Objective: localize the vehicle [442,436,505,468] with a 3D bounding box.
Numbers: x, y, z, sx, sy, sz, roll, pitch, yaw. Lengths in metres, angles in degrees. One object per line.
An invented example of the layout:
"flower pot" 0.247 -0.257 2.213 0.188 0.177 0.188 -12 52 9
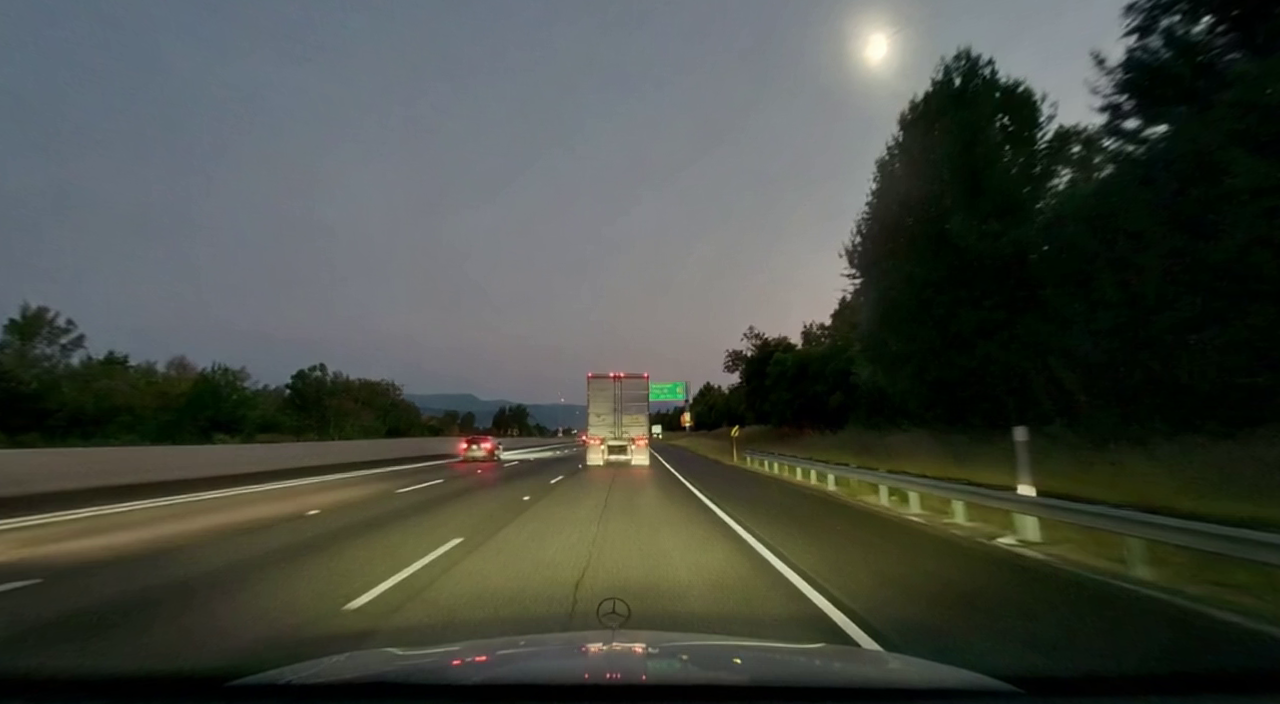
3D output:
"vehicle" -8.038 4.815 30.705 1.949 1.437 4.296 0 -8 -1

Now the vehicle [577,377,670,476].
"vehicle" -0.736 3.450 28.089 3.033 3.223 14.836 0 -8 -2
